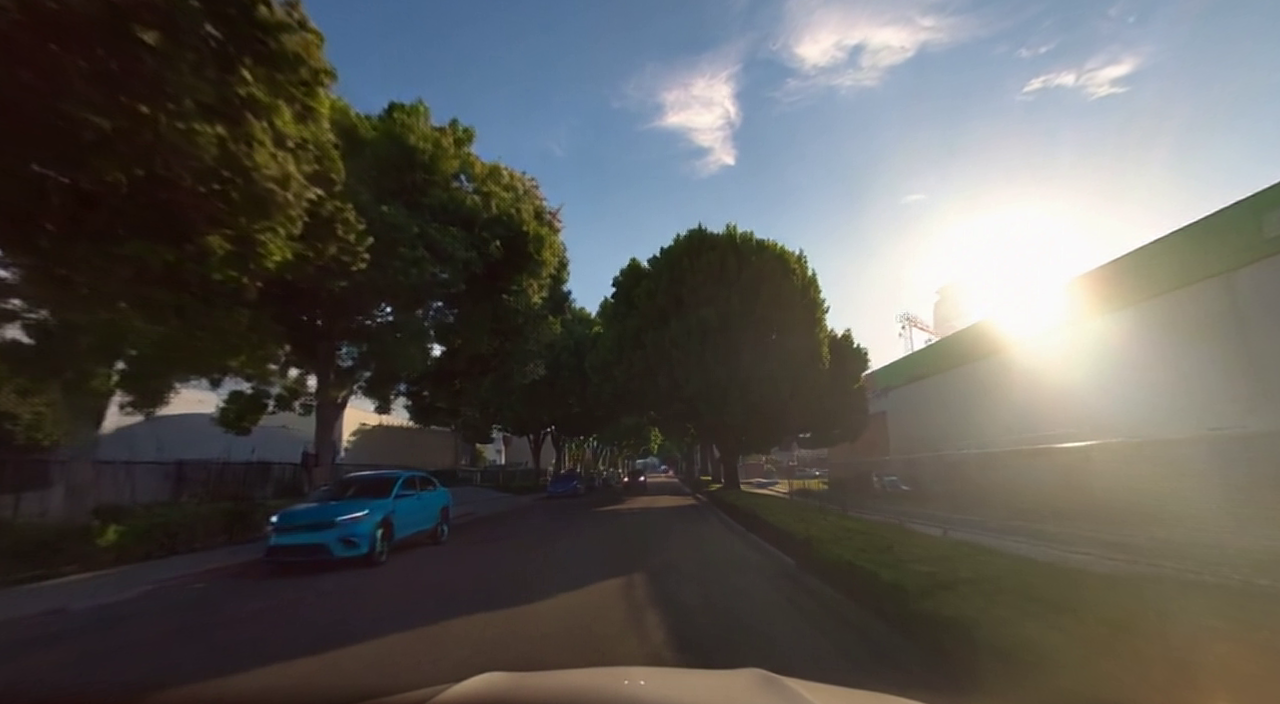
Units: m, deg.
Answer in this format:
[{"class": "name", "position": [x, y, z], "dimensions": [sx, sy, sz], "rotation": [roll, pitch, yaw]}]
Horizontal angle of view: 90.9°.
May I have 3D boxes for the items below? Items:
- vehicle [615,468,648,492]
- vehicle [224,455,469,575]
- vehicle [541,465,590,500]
[{"class": "vehicle", "position": [-0.511, 8.482, 41.860], "dimensions": [1.978, 1.453, 4.314], "rotation": [1, -11, 2]}, {"class": "vehicle", "position": [-4.446, 2.523, 10.425], "dimensions": [1.903, 1.542, 4.115], "rotation": [-1, -10, 3]}, {"class": "vehicle", "position": [-3.648, 6.495, 31.560], "dimensions": [2.011, 1.596, 3.760], "rotation": [-1, -10, 0]}]
